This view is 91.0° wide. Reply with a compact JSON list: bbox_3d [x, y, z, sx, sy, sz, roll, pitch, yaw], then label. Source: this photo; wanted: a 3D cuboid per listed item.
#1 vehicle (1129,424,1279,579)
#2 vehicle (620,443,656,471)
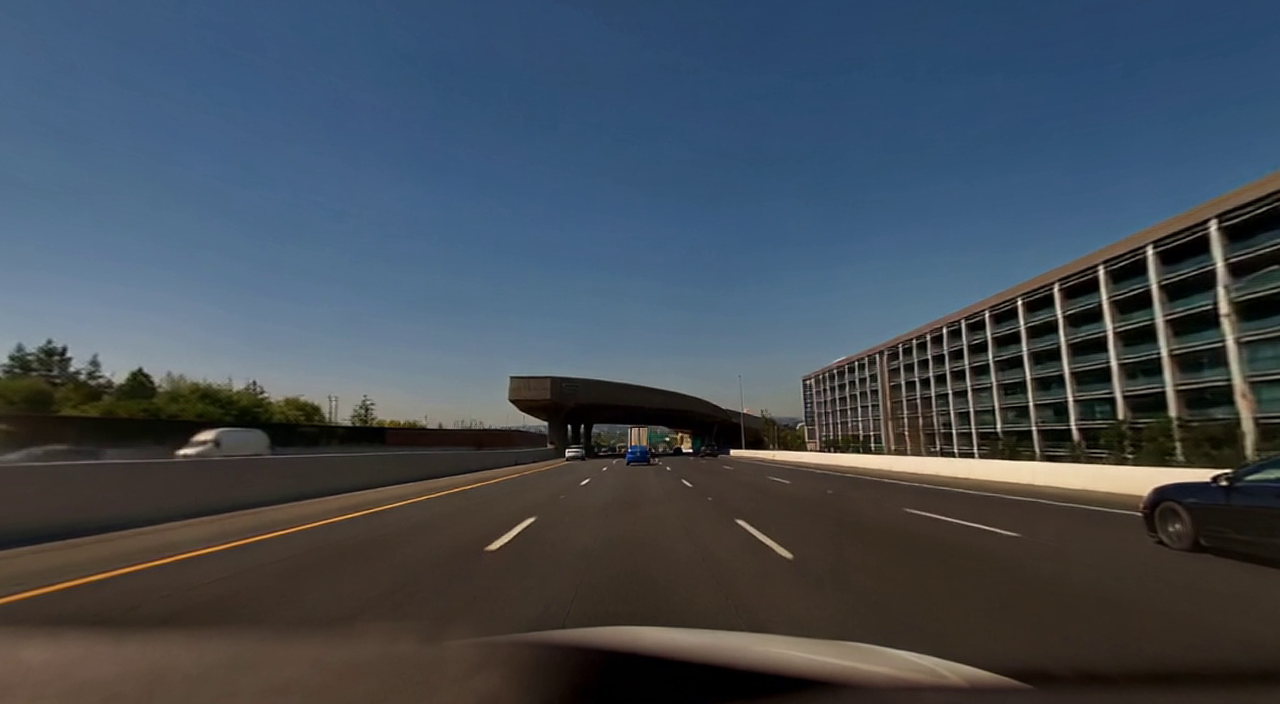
[{"bbox_3d":[7.245,1.382,5.604,1.937,1.498,4.710,0,-8,-1],"label":"vehicle"},{"bbox_3d":[-0.108,6.132,37.082,2.036,1.542,3.891,0,-8,0],"label":"vehicle"}]
